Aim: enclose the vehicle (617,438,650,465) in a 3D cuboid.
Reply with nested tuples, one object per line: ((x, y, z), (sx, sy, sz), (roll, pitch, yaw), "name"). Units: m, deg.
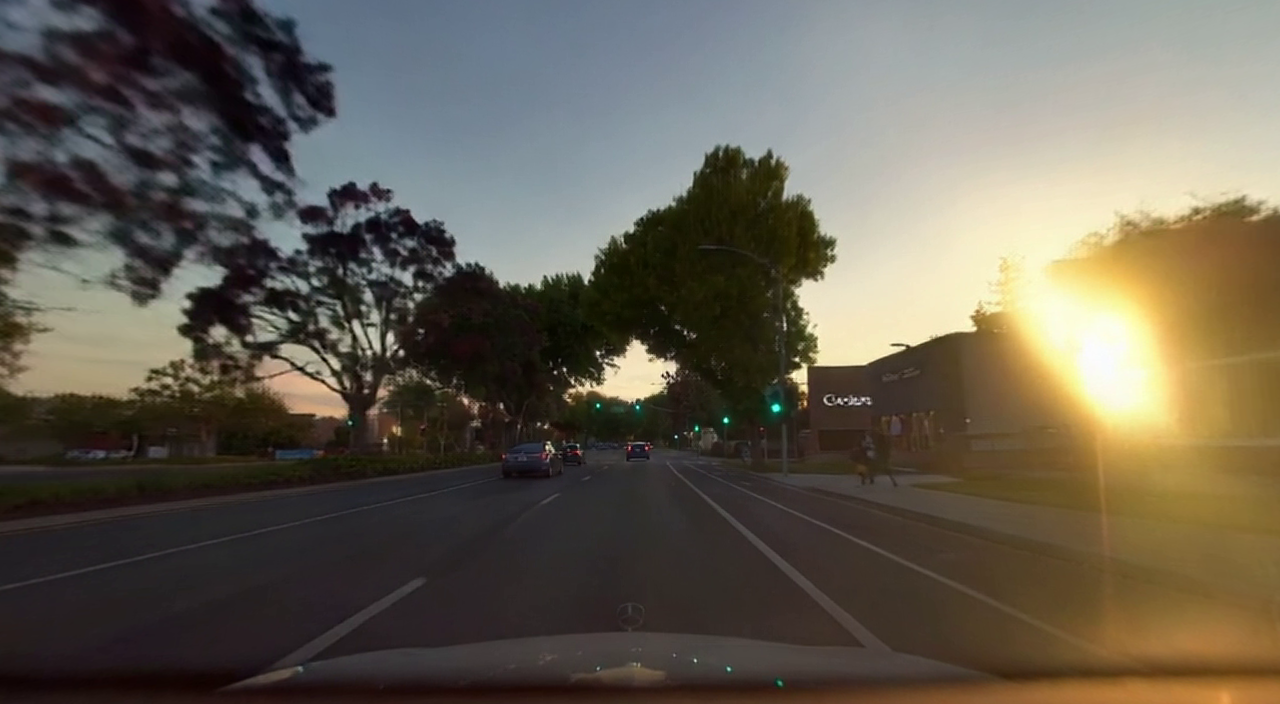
((-0.420, 6.837, 43.442), (2.153, 1.764, 4.047), (0, -8, 0), "vehicle")

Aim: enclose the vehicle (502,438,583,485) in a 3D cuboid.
((-3.278, 3.772, 22.146), (2.015, 1.470, 4.458), (0, -8, 1), "vehicle")
